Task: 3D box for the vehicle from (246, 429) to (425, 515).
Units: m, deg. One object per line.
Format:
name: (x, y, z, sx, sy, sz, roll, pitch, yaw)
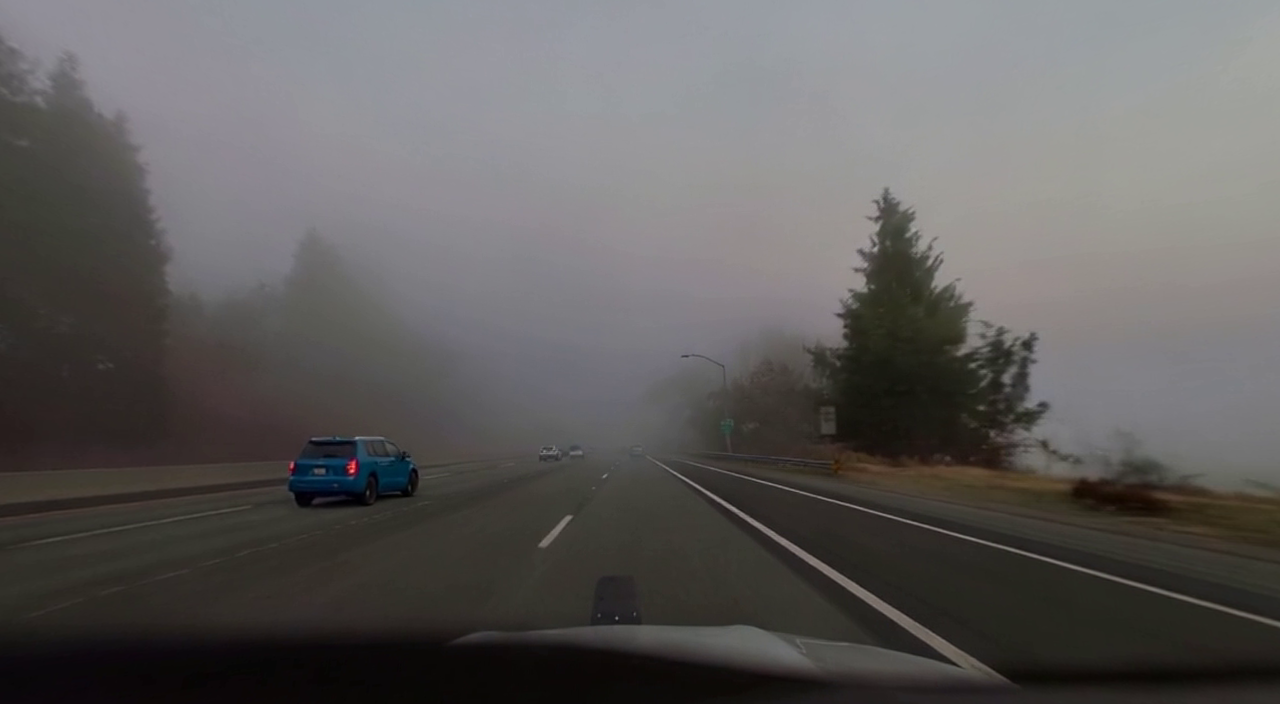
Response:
vehicle: (-7.106, 2.846, 15.439, 2.146, 1.766, 4.502, 0, -9, -1)
